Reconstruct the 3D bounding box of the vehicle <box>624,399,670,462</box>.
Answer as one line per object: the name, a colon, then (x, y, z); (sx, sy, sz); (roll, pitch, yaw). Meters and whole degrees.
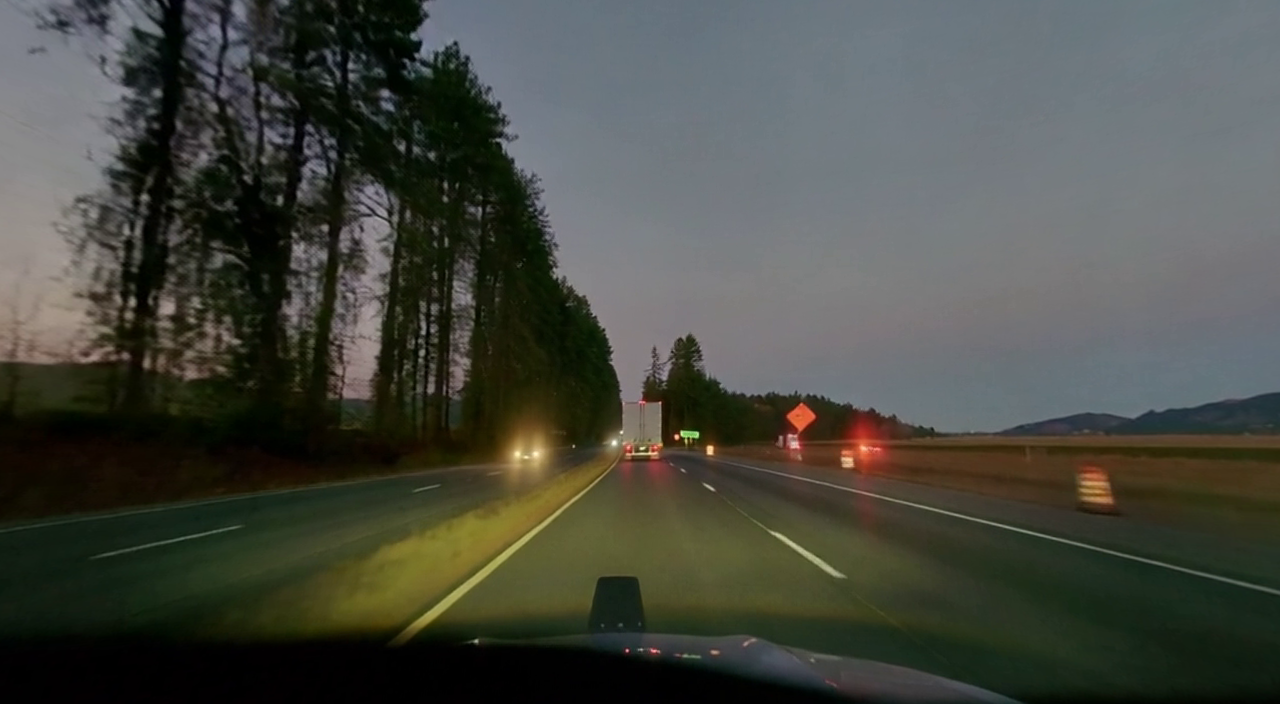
vehicle: (0.311, 5.858, 46.289); (2.935, 4.068, 11.036); (0, -8, -1)
